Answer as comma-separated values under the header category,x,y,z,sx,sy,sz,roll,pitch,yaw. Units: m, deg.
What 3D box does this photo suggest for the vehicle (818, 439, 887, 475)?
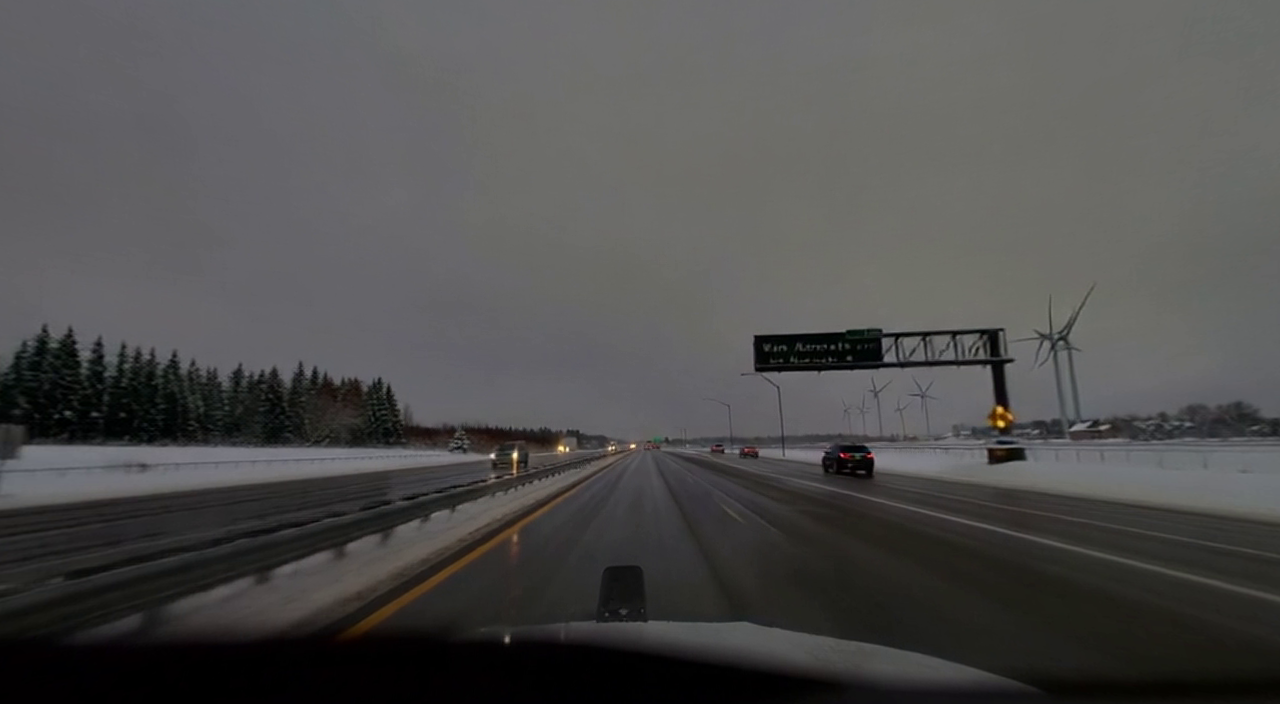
category,x,y,z,sx,sy,sz,roll,pitch,yaw
vehicle,10.513,5.243,31.617,1.897,1.669,4.825,0,-9,1

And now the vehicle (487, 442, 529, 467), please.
category,x,y,z,sx,sy,sz,roll,pitch,yaw
vehicle,-9.254,7.239,44.353,1.848,1.641,4.321,0,-9,2
